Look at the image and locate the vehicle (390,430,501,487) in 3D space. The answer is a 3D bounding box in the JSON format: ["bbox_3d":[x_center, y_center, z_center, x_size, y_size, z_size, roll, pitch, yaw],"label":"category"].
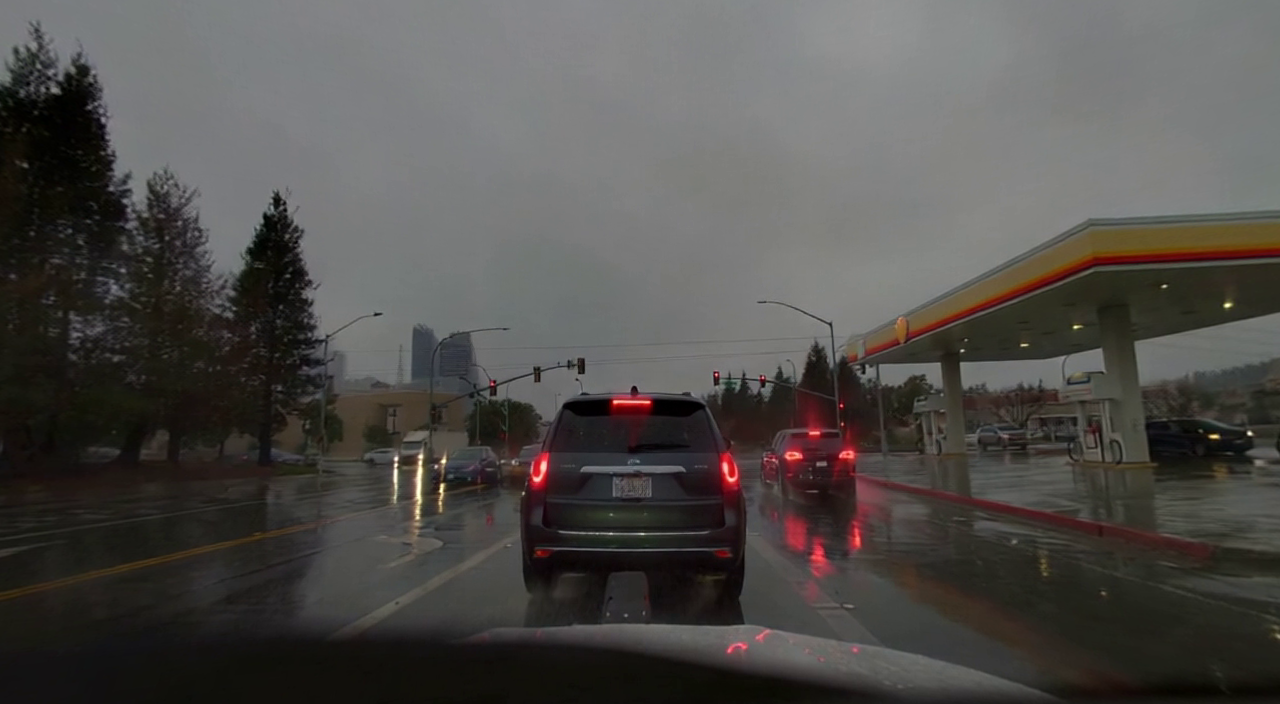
[{"bbox_3d":[-6.646,3.710,22.178,2.065,1.753,4.525,-1,-9,6],"label":"vehicle"}]

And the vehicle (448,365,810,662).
[{"bbox_3d":[0.011,1.316,6.134,2.236,1.819,4.291,-1,-9,2],"label":"vehicle"}]

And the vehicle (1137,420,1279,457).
[{"bbox_3d":[25.956,3.964,28.776,4.551,1.616,1.973,-2,-9,11],"label":"vehicle"}]
